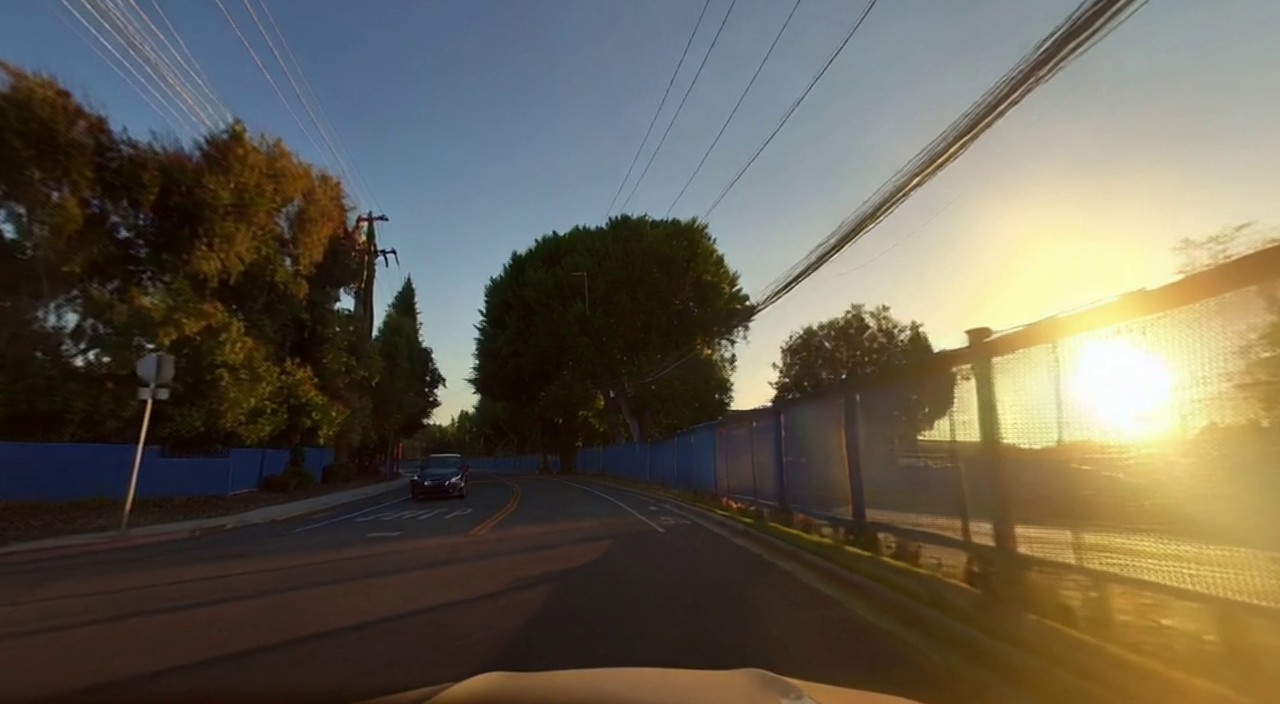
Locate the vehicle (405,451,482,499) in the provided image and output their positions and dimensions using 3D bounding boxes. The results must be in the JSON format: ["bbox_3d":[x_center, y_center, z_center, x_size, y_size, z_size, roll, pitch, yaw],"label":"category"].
[{"bbox_3d":[-6.875,4.320,22.624,2.034,1.479,4.521,1,-9,-10],"label":"vehicle"}]
